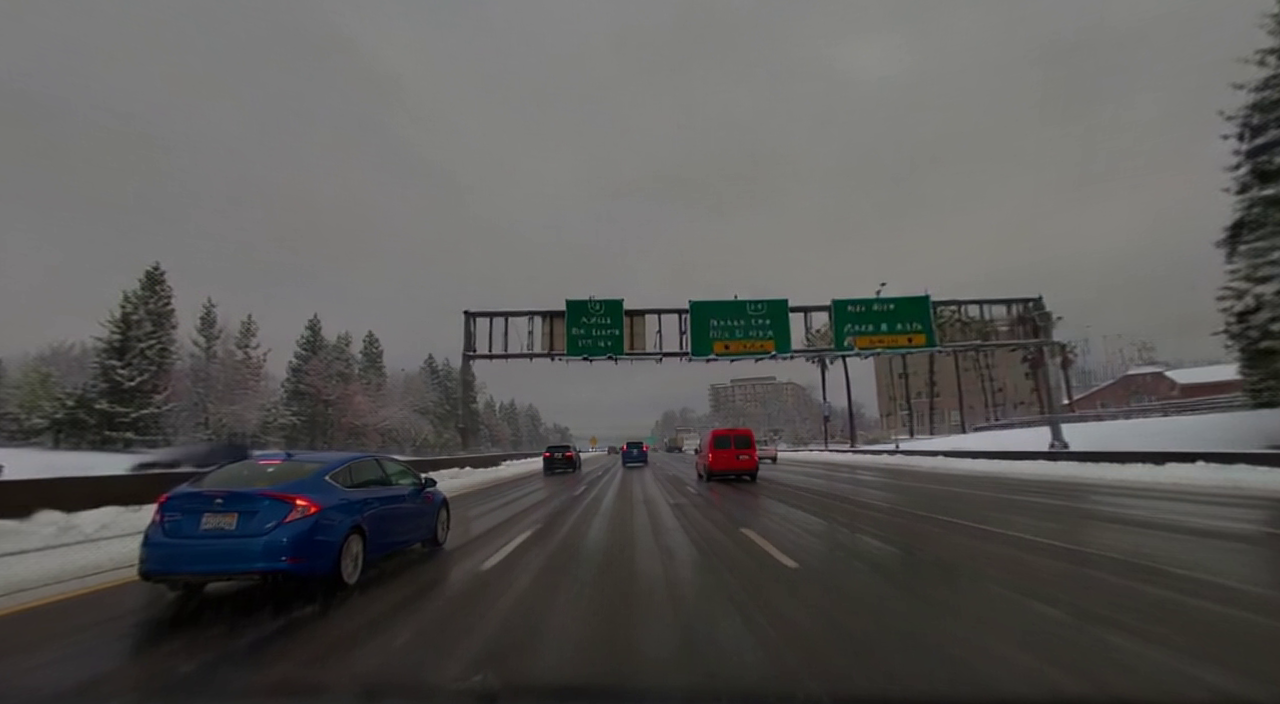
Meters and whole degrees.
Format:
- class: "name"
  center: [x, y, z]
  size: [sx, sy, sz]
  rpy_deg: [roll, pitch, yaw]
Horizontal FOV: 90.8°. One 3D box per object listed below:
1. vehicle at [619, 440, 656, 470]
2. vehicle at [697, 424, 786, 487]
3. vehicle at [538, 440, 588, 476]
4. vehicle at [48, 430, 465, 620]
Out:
- class: "vehicle"
  center: [-0.195, 6.558, 40.347]
  size: [2.212, 1.786, 4.198]
  rpy_deg: [0, -9, -1]
- class: "vehicle"
  center: [3.637, 3.877, 23.869]
  size: [2.250, 2.074, 5.723]
  rpy_deg: [0, -9, -2]
- class: "vehicle"
  center: [-4.082, 5.688, 34.225]
  size: [2.109, 1.793, 4.613]
  rpy_deg: [0, -9, 0]
- class: "vehicle"
  center: [-3.630, 1.698, 7.210]
  size: [1.991, 1.469, 4.381]
  rpy_deg: [0, -9, 0]
